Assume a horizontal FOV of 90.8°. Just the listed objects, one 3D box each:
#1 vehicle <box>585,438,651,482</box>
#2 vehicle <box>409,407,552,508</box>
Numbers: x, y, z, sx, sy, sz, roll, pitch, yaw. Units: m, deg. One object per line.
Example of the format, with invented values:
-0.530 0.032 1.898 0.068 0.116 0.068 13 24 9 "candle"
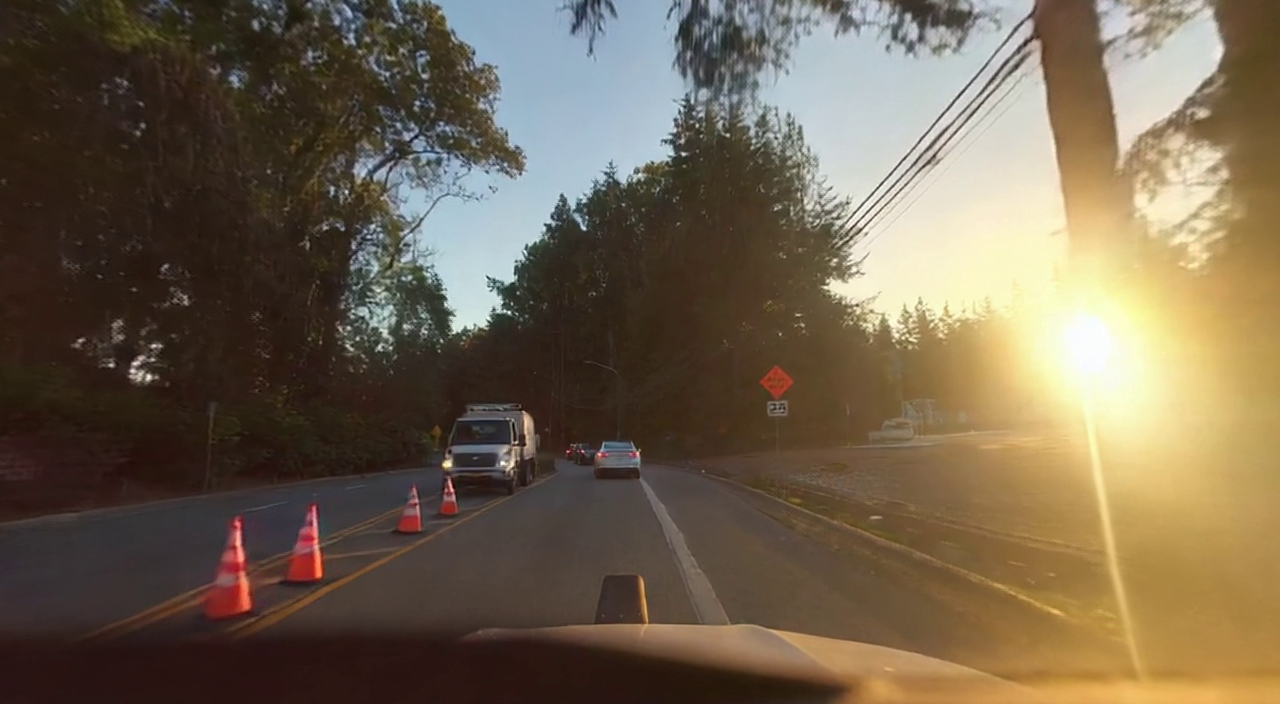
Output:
-0.863 3.931 23.346 2.186 1.463 4.356 0 -8 -4 "vehicle"
-3.700 2.618 16.140 2.671 2.053 6.074 1 -8 -6 "vehicle"
